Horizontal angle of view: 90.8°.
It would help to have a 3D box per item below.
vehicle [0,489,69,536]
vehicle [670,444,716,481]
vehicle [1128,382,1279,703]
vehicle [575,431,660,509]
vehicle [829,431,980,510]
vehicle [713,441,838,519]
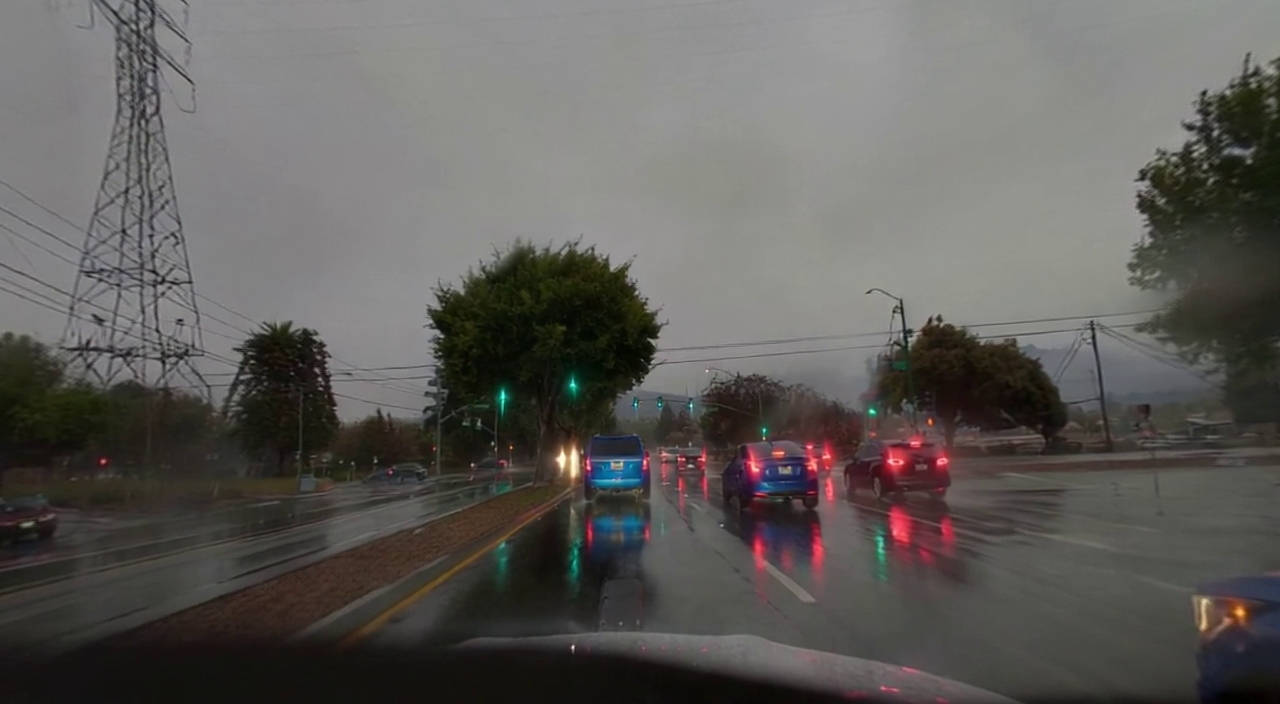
[{"bbox_3d":[-26.969,6.930,27.070,4.526,1.715,1.989,-10,-12,25],"label":"vehicle"},{"bbox_3d":[2.684,5.734,33.164,1.915,1.765,4.047,0,-8,-2],"label":"vehicle"},{"bbox_3d":[3.235,0.637,0.679,1.889,1.517,4.308,0,-8,-1],"label":"vehicle"},{"bbox_3d":[-0.661,3.428,18.837,2.231,1.998,4.254,0,-8,-2],"label":"vehicle"},{"bbox_3d":[6.648,3.010,16.504,1.929,1.753,4.396,0,-8,-1],"label":"vehicle"},{"bbox_3d":[3.059,2.963,15.277,1.880,1.579,4.401,0,-8,-2],"label":"vehicle"}]
